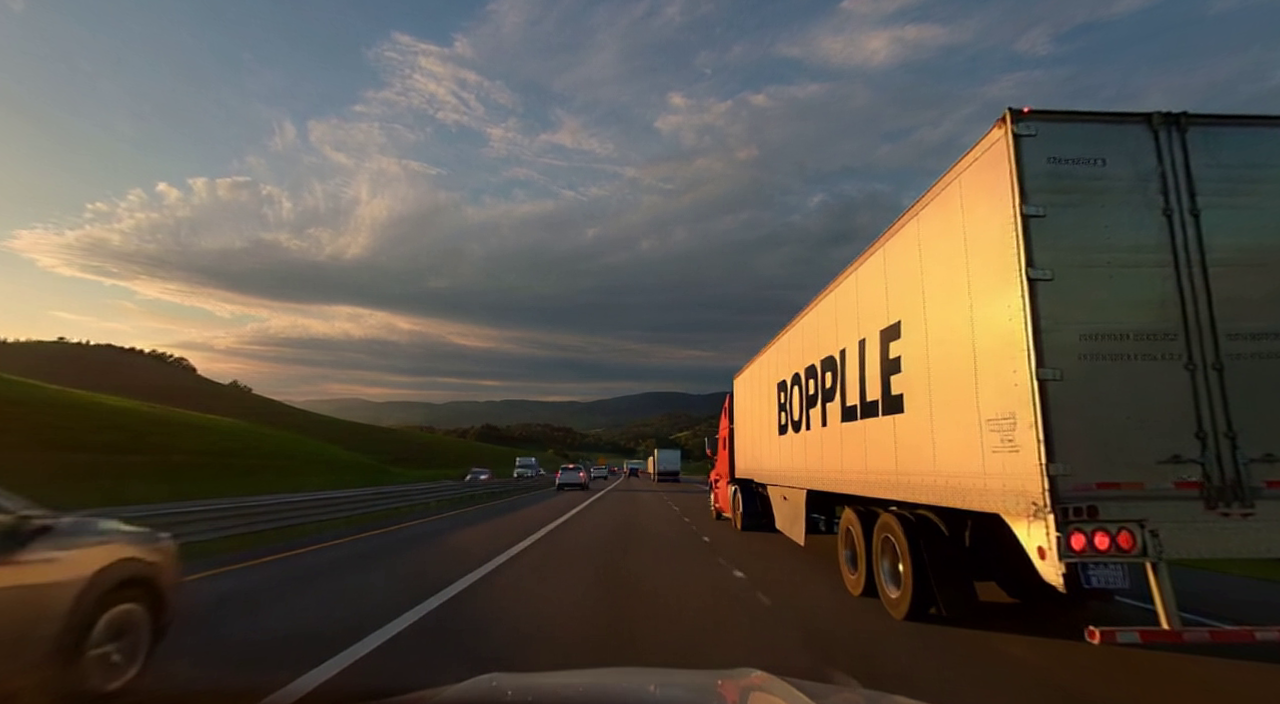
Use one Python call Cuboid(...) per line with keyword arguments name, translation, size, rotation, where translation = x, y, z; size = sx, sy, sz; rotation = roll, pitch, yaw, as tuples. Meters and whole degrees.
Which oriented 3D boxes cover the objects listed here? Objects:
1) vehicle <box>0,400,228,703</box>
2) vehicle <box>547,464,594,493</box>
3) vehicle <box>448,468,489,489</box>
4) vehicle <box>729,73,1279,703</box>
Cuboid(name="vehicle", translation=(-3.395, 0.752, 1.386), size=(2.021, 1.505, 4.286), rotation=(1, -11, 0))
Cuboid(name="vehicle", translation=(-4.014, 7.430, 37.201), size=(2.088, 1.566, 4.853), rotation=(1, -11, 1))
Cuboid(name="vehicle", translation=(-12.189, 9.013, 45.083), size=(1.952, 1.358, 4.081), rotation=(1, -10, -2))
Cuboid(name="vehicle", translation=(3.997, 1.384, 10.869), size=(2.839, 4.062, 14.051), rotation=(1, -11, 0))
